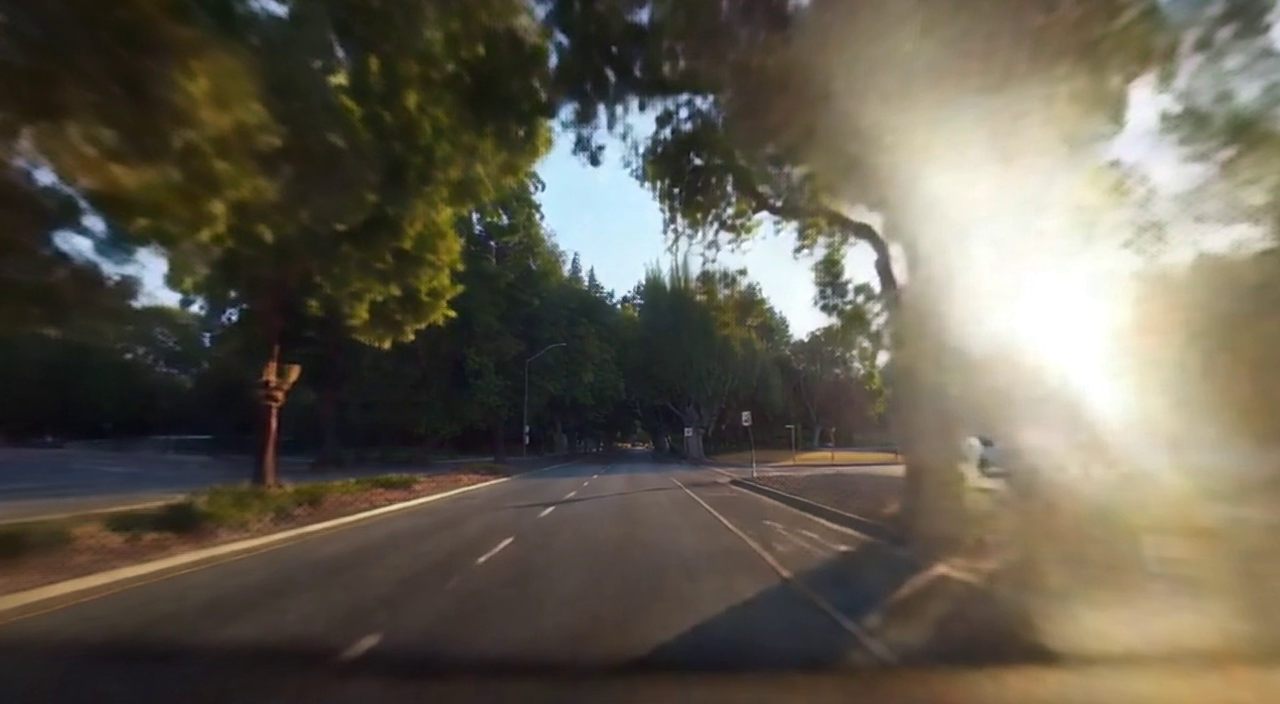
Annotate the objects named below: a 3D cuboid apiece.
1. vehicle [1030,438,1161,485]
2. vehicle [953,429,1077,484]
[{"bbox_3d":[17.153,4.136,23.965,1.851,1.566,3.968,-1,-9,-2],"label":"vehicle"},{"bbox_3d":[14.361,4.060,24.499,1.855,1.900,4.714,0,-9,-1],"label":"vehicle"}]
